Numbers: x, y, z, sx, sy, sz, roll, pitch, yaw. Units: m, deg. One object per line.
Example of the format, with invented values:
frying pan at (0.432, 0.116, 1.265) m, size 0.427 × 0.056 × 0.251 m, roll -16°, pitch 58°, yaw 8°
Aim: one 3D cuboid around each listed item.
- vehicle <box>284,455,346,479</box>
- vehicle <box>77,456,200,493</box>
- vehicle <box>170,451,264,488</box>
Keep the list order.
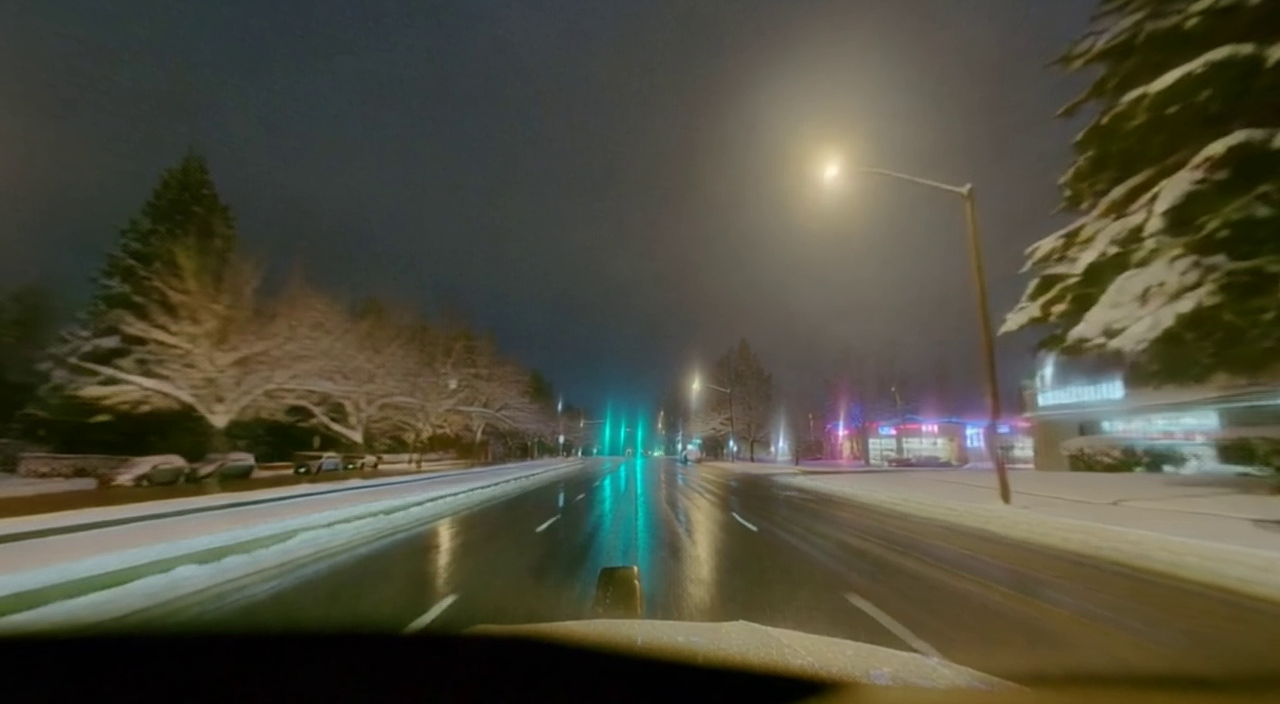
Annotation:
vehicle at (-22.392, 7.894, 43.696) m, size 1.771 × 1.524 × 4.592 m, roll -1°, pitch -9°, yaw 1°
vehicle at (-22.491, 5.472, 28.588) m, size 1.846 × 1.452 × 4.484 m, roll -1°, pitch -9°, yaw 0°
vehicle at (-22.430, 6.254, 33.728) m, size 1.902 × 1.609 × 4.689 m, roll -7°, pitch -10°, yaw -1°
